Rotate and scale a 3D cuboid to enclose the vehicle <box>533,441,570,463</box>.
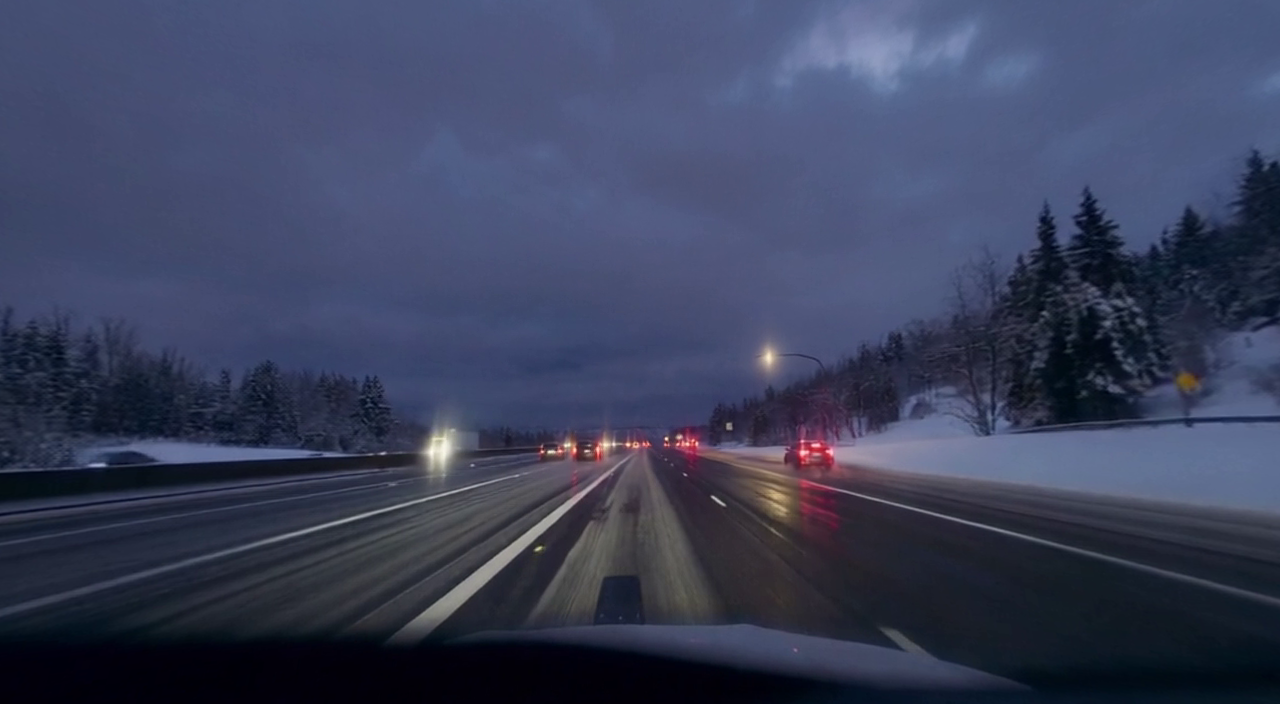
[{"bbox_3d":[-6.448,7.302,46.243,2.009,1.462,4.458,0,-8,1],"label":"vehicle"}]

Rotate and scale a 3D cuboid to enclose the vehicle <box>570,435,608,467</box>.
[{"bbox_3d":[-3.074,6.034,38.687,1.893,1.827,4.513,0,-8,1],"label":"vehicle"}]

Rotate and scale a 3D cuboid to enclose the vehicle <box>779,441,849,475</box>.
[{"bbox_3d":[7.833,4.805,28.856,1.900,1.432,4.519,0,-8,0],"label":"vehicle"}]

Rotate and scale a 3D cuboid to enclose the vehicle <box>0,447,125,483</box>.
[{"bbox_3d":[-27.029,5.207,29.477,1.933,1.522,4.765,0,-8,0],"label":"vehicle"}]
